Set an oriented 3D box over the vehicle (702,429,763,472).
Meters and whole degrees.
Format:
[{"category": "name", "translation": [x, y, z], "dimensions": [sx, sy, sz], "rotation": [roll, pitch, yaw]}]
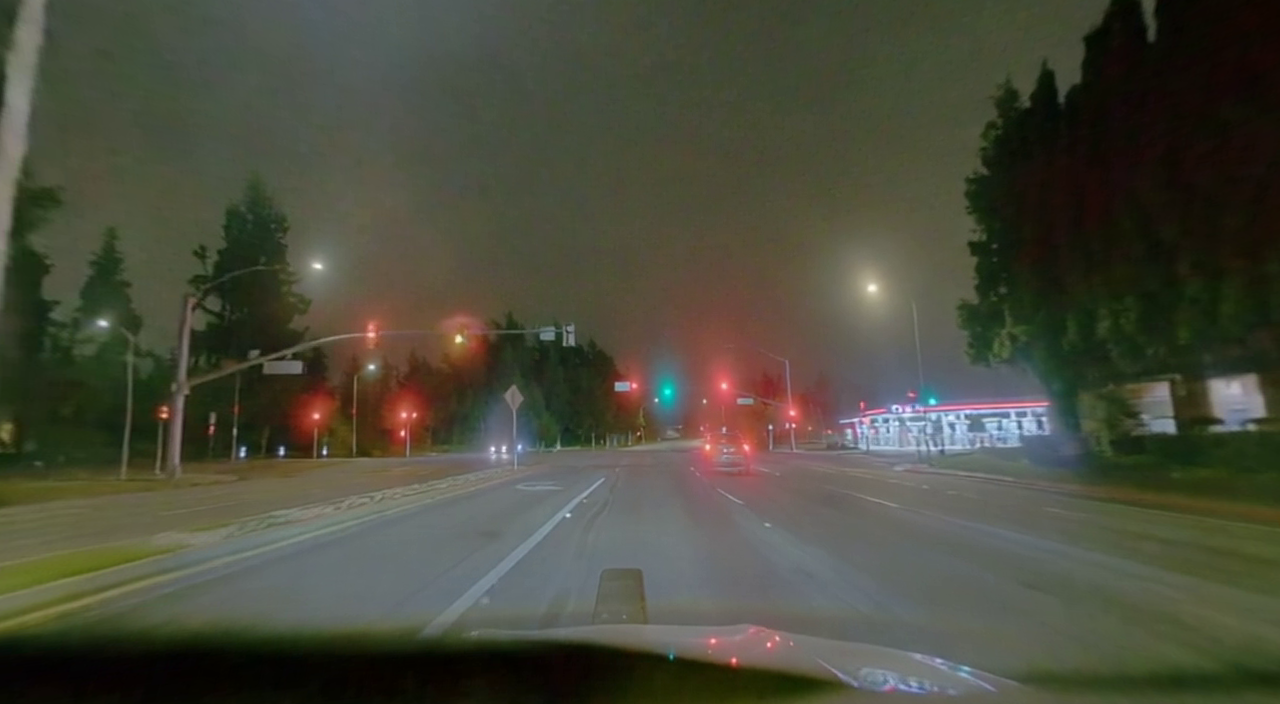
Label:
[{"category": "vehicle", "translation": [3.995, 4.338, 27.803], "dimensions": [2.090, 1.717, 4.063], "rotation": [0, -8, 0]}]
